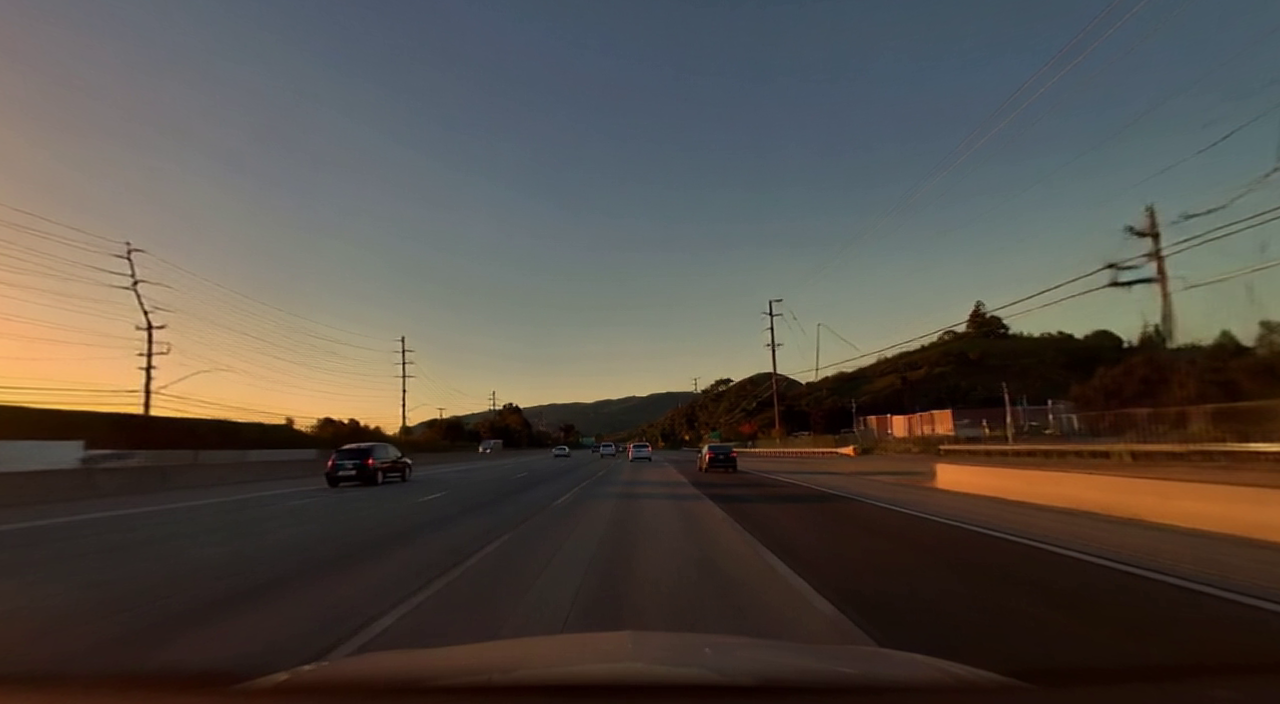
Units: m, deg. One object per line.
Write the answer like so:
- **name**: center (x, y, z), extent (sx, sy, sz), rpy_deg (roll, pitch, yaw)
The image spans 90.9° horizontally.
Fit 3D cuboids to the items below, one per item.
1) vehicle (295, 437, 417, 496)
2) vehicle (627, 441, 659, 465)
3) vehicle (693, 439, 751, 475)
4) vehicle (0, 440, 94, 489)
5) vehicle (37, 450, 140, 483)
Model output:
- **vehicle**: center (-10.364, 4.201, 23.545), extent (2.241, 1.810, 4.966), rpy_deg (-4, -8, 1)
- **vehicle**: center (0.213, 6.710, 41.970), extent (2.036, 1.474, 3.969), rpy_deg (0, -8, 0)
- **vehicle**: center (3.730, 4.884, 29.494), extent (2.060, 1.526, 4.387), rpy_deg (0, -8, -1)
- **vehicle**: center (-41.492, 7.293, 41.178), extent (3.309, 2.970, 9.091), rpy_deg (0, -8, 2)
- **vehicle**: center (-33.662, 6.967, 38.689), extent (2.025, 1.792, 4.533), rpy_deg (-1, -8, 3)
